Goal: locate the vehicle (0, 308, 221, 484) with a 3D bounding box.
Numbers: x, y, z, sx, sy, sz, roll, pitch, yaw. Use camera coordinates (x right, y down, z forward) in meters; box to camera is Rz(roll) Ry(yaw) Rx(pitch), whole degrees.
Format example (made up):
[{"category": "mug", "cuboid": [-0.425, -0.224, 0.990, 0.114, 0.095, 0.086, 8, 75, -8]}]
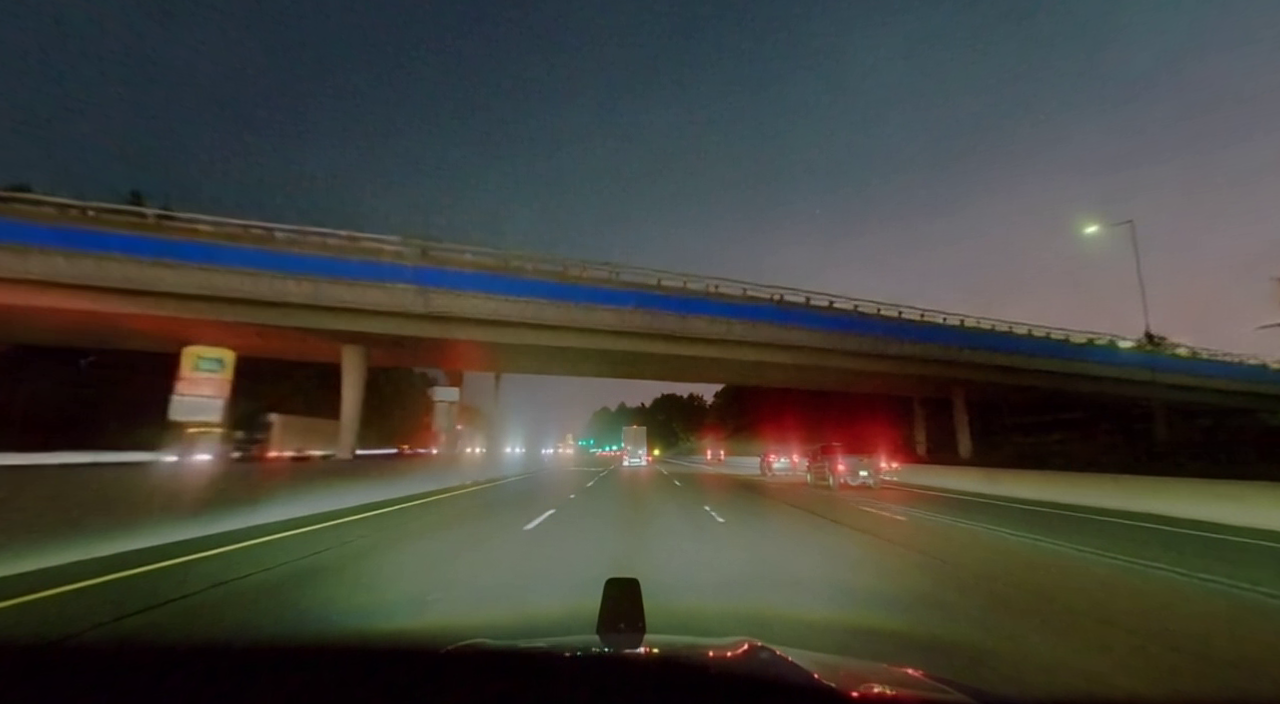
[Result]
[{"category": "vehicle", "cuboid": [-15.830, 0.932, 13.825, 2.913, 3.891, 14.844, 0, -9, 1]}]
